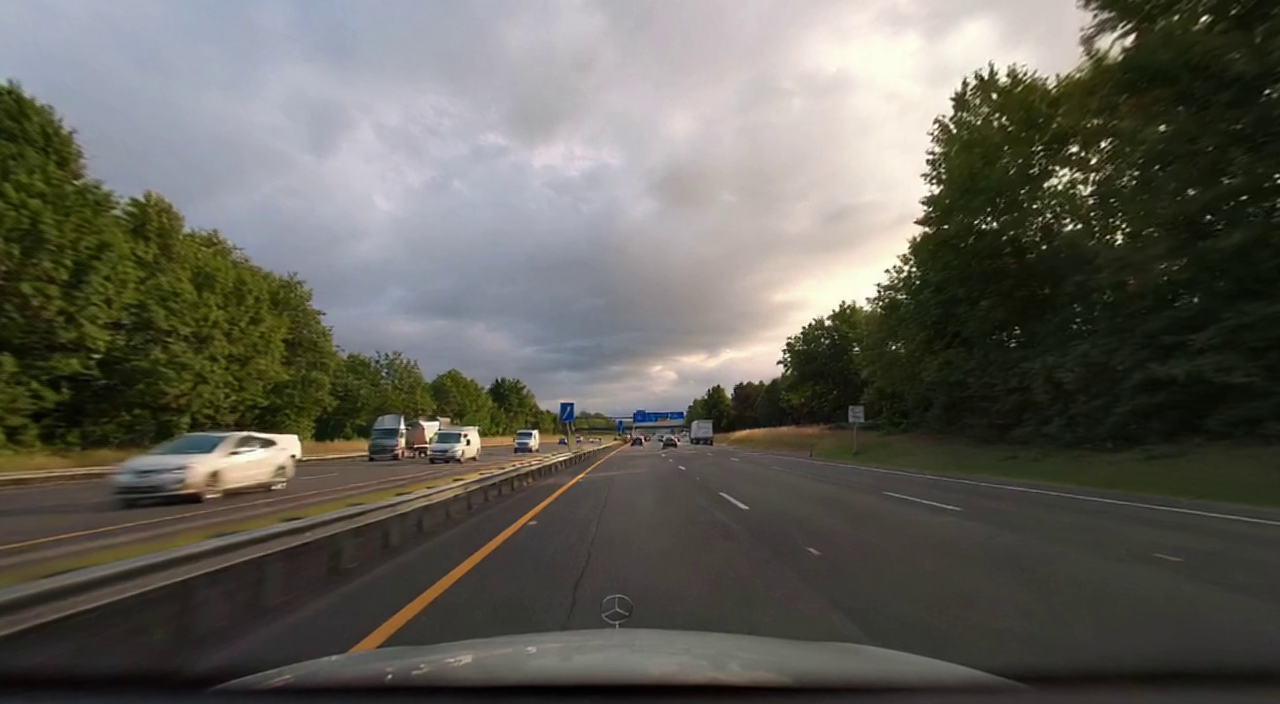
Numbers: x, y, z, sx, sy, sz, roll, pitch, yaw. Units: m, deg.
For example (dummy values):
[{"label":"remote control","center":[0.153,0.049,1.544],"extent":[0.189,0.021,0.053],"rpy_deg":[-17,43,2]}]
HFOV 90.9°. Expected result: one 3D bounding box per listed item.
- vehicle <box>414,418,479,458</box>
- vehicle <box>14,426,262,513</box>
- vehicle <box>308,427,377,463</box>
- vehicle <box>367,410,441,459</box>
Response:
[{"label":"vehicle","center":[-13.127,5.908,43.403],"extent":[2.205,2.451,7.175],"rpy_deg":[0,-8,0]},{"label":"vehicle","center":[-9.403,2.188,12.260],"extent":[1.777,1.420,3.657],"rpy_deg":[0,-8,0]},{"label":"vehicle","center":[-13.553,4.246,28.840],"extent":[1.684,1.545,2.900],"rpy_deg":[0,-8,0]},{"label":"vehicle","center":[-17.451,6.179,47.230],"extent":[2.901,3.354,7.008],"rpy_deg":[0,-8,-1]}]
